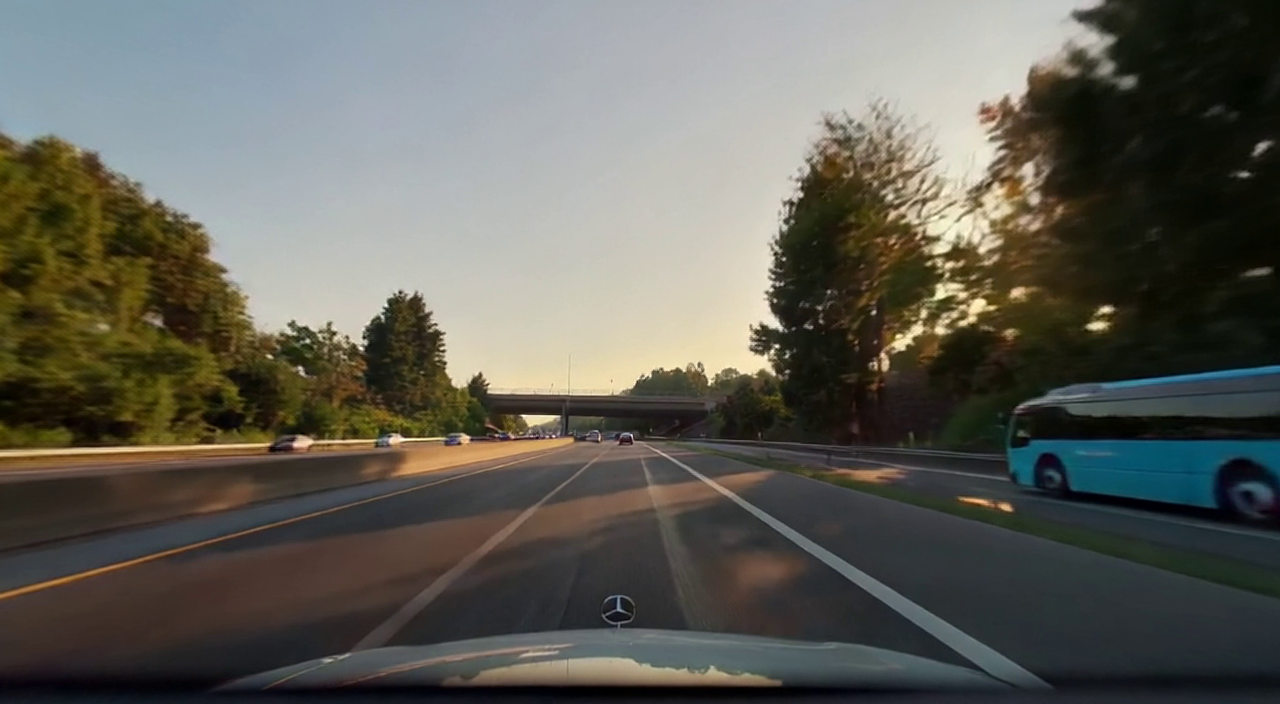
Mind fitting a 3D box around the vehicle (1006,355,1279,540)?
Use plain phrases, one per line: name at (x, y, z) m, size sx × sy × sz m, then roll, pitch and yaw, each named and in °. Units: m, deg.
vehicle at (12.982, 2.026, 13.656) m, size 3.009 × 3.265 × 12.098 m, roll 0°, pitch -8°, yaw 1°
